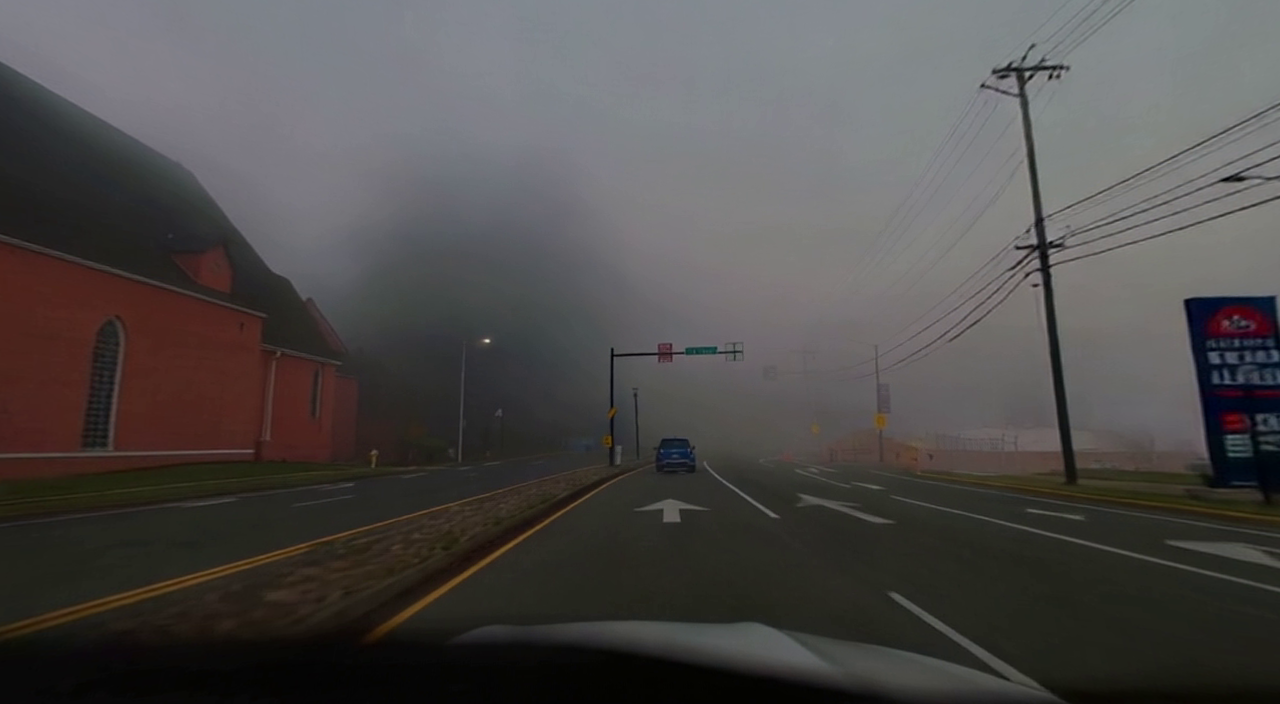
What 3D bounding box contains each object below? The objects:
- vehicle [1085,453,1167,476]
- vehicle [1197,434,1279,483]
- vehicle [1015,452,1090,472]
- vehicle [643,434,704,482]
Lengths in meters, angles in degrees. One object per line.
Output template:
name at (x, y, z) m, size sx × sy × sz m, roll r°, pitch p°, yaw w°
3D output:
vehicle at (33.377, 7.711, 43.453) m, size 4.205 × 1.478 × 1.782 m, roll -8°, pitch -11°, yaw 41°
vehicle at (25.197, 4.182, 25.047) m, size 4.553 × 1.799 × 2.103 m, roll 1°, pitch -9°, yaw -10°
vehicle at (32.426, 8.619, 49.760) m, size 4.597 × 1.494 × 1.882 m, roll -8°, pitch -11°, yaw 42°
vehicle at (1.273, 3.906, 23.556) m, size 2.032 × 1.621 × 4.082 m, roll -1°, pitch -9°, yaw 4°
